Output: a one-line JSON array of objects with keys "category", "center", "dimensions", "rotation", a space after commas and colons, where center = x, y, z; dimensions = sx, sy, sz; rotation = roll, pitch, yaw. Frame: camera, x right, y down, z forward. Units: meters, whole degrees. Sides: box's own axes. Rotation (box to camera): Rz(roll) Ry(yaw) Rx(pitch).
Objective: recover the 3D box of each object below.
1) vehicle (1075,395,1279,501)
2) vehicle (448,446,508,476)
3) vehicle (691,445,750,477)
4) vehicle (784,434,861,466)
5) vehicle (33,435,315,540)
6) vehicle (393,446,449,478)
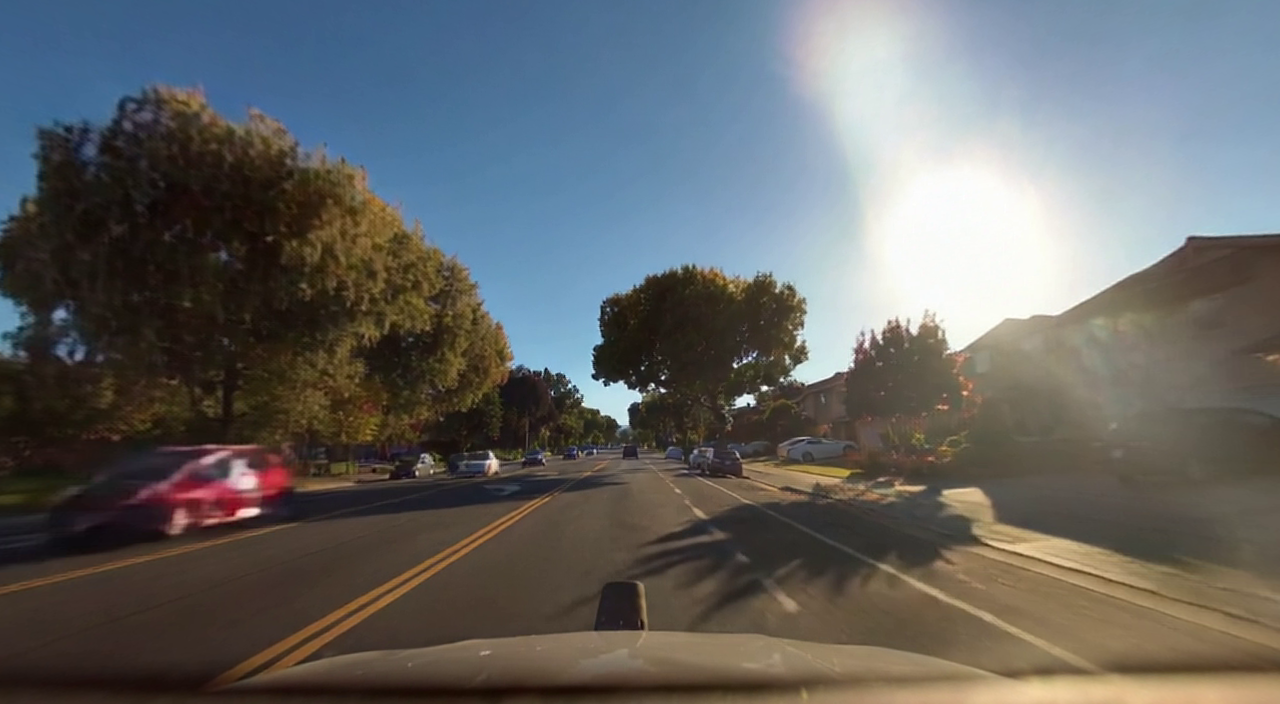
[{"category": "vehicle", "center": [11.986, 1.866, 12.892], "dimensions": [4.625, 1.711, 1.910], "rotation": [-6, -8, 1]}, {"category": "vehicle", "center": [-8.670, 5.863, 34.250], "dimensions": [1.986, 1.442, 4.602], "rotation": [0, -8, 1]}, {"category": "vehicle", "center": [3.848, 5.317, 31.100], "dimensions": [1.946, 1.431, 4.695], "rotation": [1, -8, -5]}, {"category": "vehicle", "center": [10.946, 5.900, 38.077], "dimensions": [3.999, 1.599, 1.819], "rotation": [-4, -8, 0]}, {"category": "vehicle", "center": [-8.581, 2.487, 12.330], "dimensions": [2.030, 1.632, 4.520], "rotation": [0, -8, 0]}, {"category": "vehicle", "center": [-13.379, 6.688, 38.853], "dimensions": [1.978, 1.706, 4.310], "rotation": [-3, -8, -1]}]
